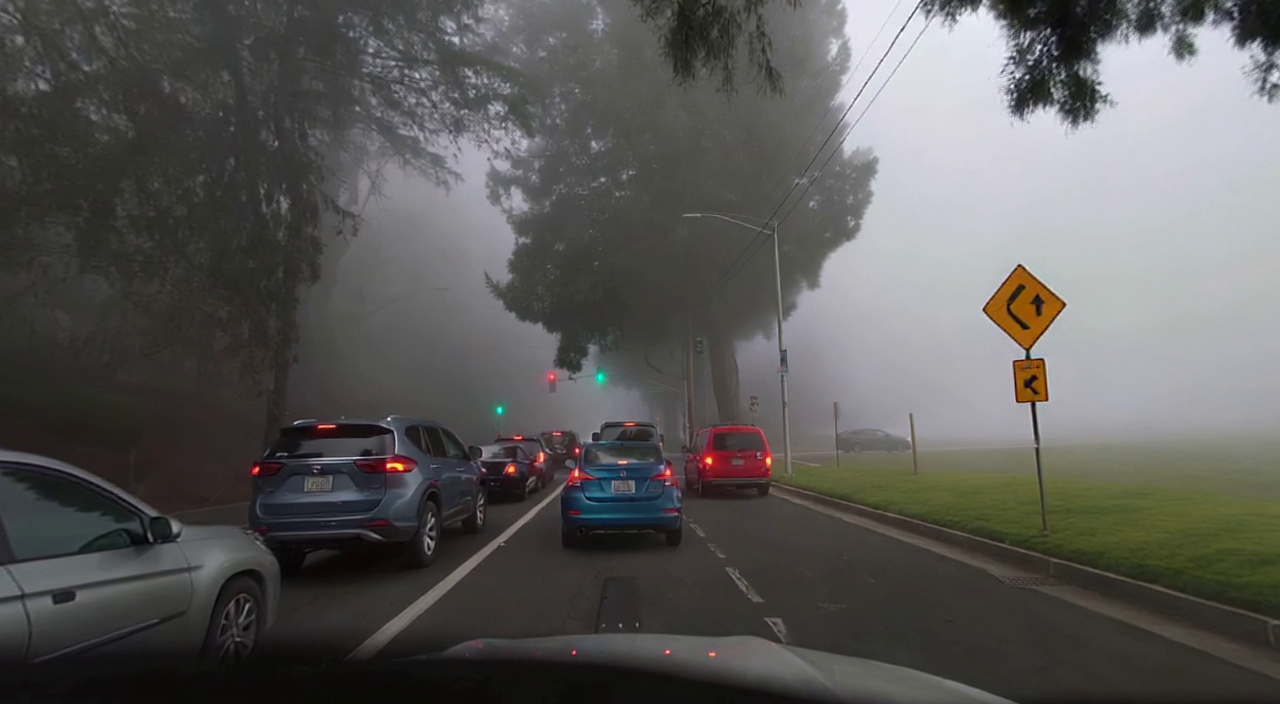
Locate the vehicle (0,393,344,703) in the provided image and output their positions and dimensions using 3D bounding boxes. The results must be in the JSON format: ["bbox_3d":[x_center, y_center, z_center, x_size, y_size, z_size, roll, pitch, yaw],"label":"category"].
[{"bbox_3d":[-2.914,0.833,1.620,1.974,1.484,4.716,0,-8,0],"label":"vehicle"}]

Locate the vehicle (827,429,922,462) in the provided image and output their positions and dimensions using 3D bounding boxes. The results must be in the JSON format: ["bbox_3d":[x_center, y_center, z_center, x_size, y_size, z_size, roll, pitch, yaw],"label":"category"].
[{"bbox_3d":[11.374,4.555,30.697,3.883,1.534,1.779,0,-8,2],"label":"vehicle"}]

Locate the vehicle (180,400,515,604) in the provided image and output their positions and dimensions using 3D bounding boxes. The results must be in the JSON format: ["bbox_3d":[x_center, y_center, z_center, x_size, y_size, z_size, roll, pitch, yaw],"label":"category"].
[{"bbox_3d":[-2.893,1.573,7.451,1.964,1.712,4.097,0,-8,0],"label":"vehicle"}]

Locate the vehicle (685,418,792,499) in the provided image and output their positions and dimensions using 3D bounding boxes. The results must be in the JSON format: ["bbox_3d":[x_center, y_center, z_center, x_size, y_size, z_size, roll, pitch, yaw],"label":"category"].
[{"bbox_3d":[2.450,2.816,16.921,2.059,1.864,4.541,0,-8,-1],"label":"vehicle"}]

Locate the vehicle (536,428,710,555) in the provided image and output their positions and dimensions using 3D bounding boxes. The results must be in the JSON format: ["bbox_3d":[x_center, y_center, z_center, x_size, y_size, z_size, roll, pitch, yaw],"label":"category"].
[{"bbox_3d":[-0.253,1.919,9.345,2.025,1.453,3.848,0,-8,-2],"label":"vehicle"}]
